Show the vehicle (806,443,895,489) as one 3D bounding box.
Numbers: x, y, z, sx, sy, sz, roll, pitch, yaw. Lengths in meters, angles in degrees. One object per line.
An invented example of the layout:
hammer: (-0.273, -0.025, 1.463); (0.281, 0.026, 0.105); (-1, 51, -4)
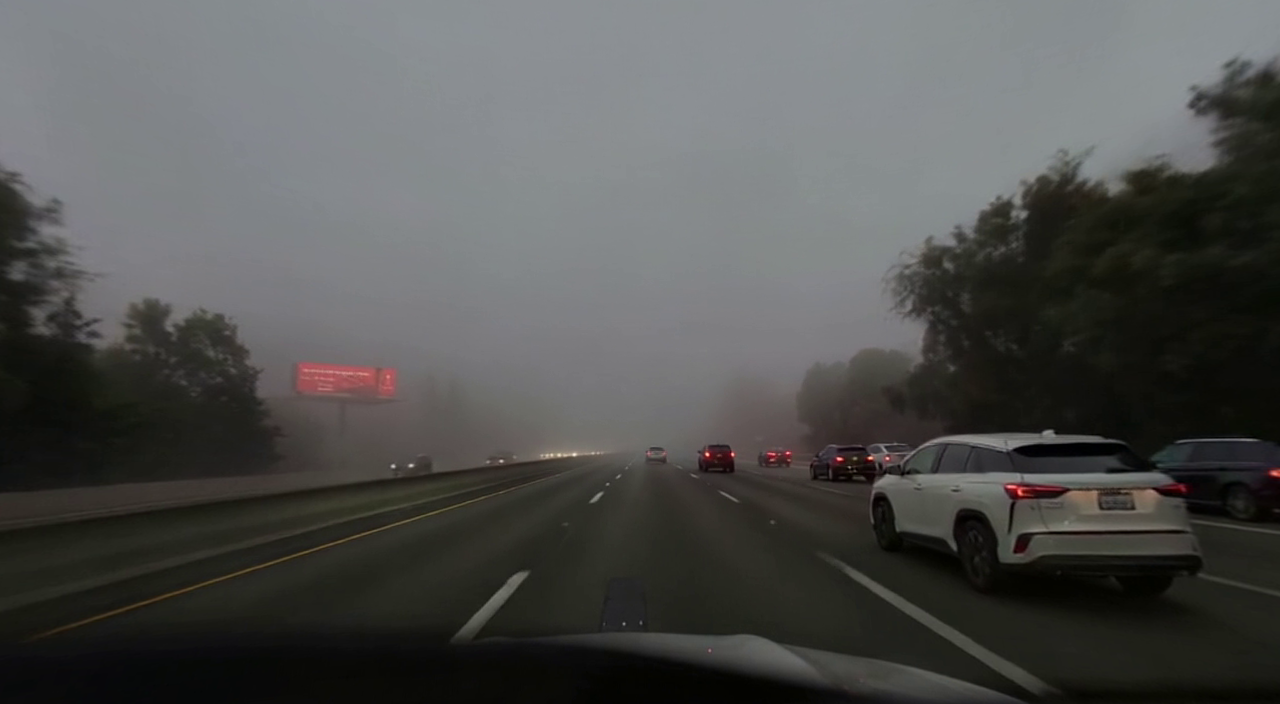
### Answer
vehicle: (7.735, 4.199, 23.665); (1.807, 1.558, 4.352); (0, -8, 0)

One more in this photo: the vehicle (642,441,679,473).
vehicle: (1.200, 6.438, 38.884); (2.145, 1.832, 4.004); (-1, -8, 1)

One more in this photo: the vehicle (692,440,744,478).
vehicle: (4.035, 5.592, 33.369); (2.075, 1.845, 4.667); (0, -8, -1)

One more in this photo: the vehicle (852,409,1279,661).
vehicle: (3.911, 1.495, 6.336); (1.989, 1.609, 4.355); (0, -8, 0)
